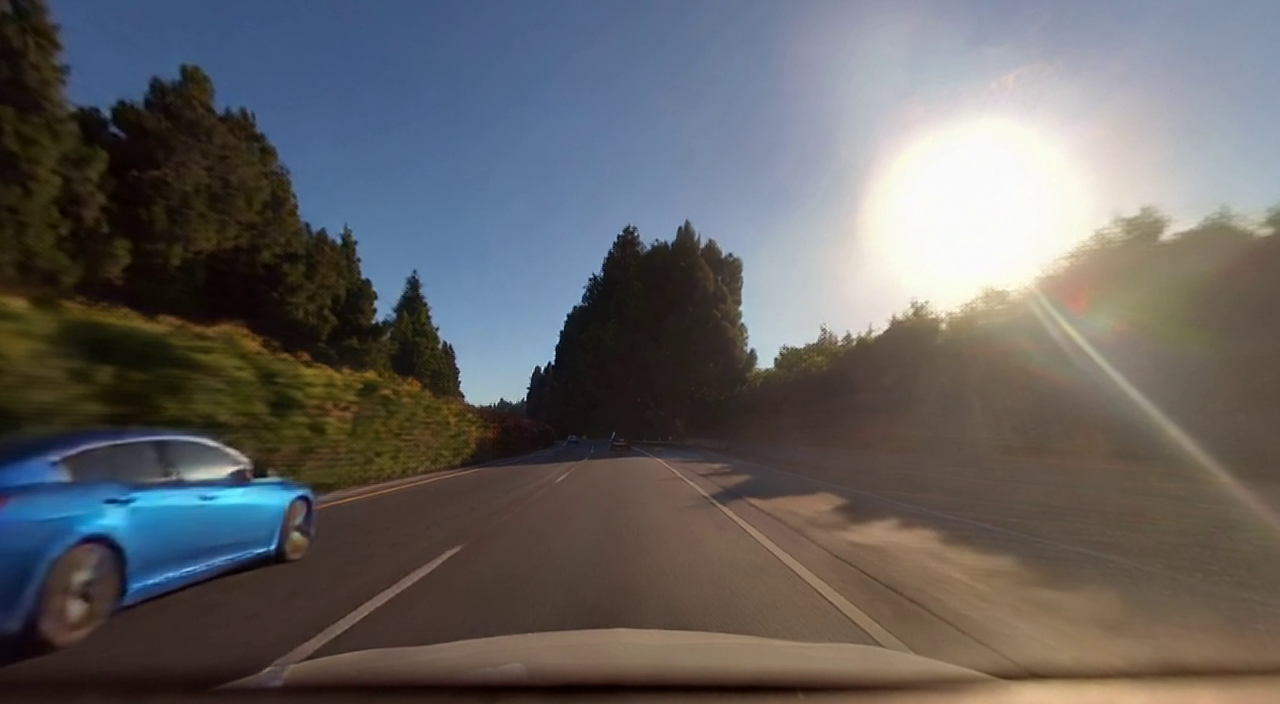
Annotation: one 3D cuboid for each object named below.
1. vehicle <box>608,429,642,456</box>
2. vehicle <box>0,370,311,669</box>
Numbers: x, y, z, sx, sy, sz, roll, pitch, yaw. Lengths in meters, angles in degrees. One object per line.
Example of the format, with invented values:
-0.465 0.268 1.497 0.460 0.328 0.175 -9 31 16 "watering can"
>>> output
-1.020 5.783 40.169 2.041 1.618 3.898 0 -8 -3 "vehicle"
-4.543 1.032 4.294 2.039 1.627 4.844 0 -8 -1 "vehicle"
